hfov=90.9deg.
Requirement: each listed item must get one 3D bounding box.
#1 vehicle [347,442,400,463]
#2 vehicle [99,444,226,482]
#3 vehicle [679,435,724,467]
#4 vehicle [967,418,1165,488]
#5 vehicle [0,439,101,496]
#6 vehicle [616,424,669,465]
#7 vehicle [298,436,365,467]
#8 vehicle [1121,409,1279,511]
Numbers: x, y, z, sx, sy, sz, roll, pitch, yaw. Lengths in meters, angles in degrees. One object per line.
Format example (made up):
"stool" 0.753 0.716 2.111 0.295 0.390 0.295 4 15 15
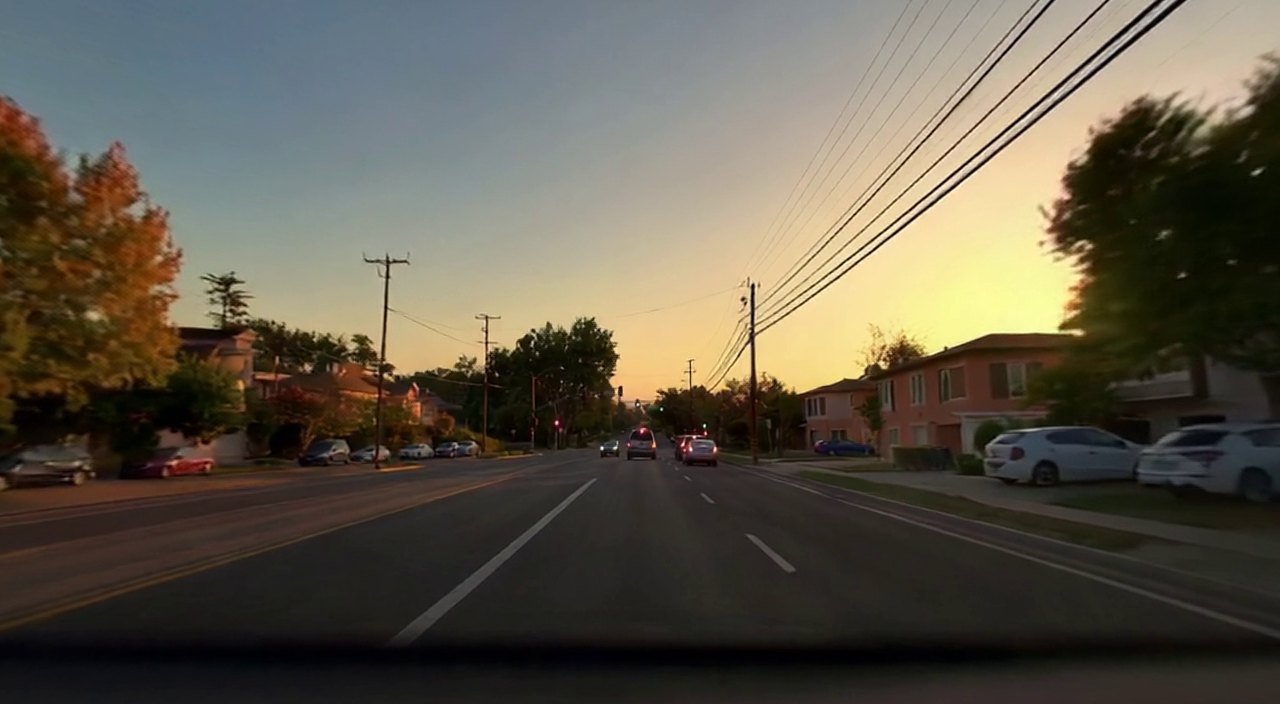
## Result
"vehicle" -19.774 7.490 46.998 1.866 1.471 4.770 0 -8 1
"vehicle" -20.432 4.734 27.287 1.865 1.506 4.706 0 -8 -1
"vehicle" 3.213 5.277 33.693 2.002 1.511 4.124 1 -8 0
"vehicle" 12.602 2.990 18.882 4.412 1.878 2.048 -1 -7 -1
"vehicle" -20.266 3.666 20.238 1.973 1.700 4.475 0 -8 -1
"vehicle" 0.145 5.198 35.461 2.769 2.087 5.130 0 -8 0
"vehicle" -20.056 6.489 41.214 2.046 1.874 4.448 0 -8 2
"vehicle" 13.471 2.258 13.461 4.508 1.937 2.356 1 -8 -5
